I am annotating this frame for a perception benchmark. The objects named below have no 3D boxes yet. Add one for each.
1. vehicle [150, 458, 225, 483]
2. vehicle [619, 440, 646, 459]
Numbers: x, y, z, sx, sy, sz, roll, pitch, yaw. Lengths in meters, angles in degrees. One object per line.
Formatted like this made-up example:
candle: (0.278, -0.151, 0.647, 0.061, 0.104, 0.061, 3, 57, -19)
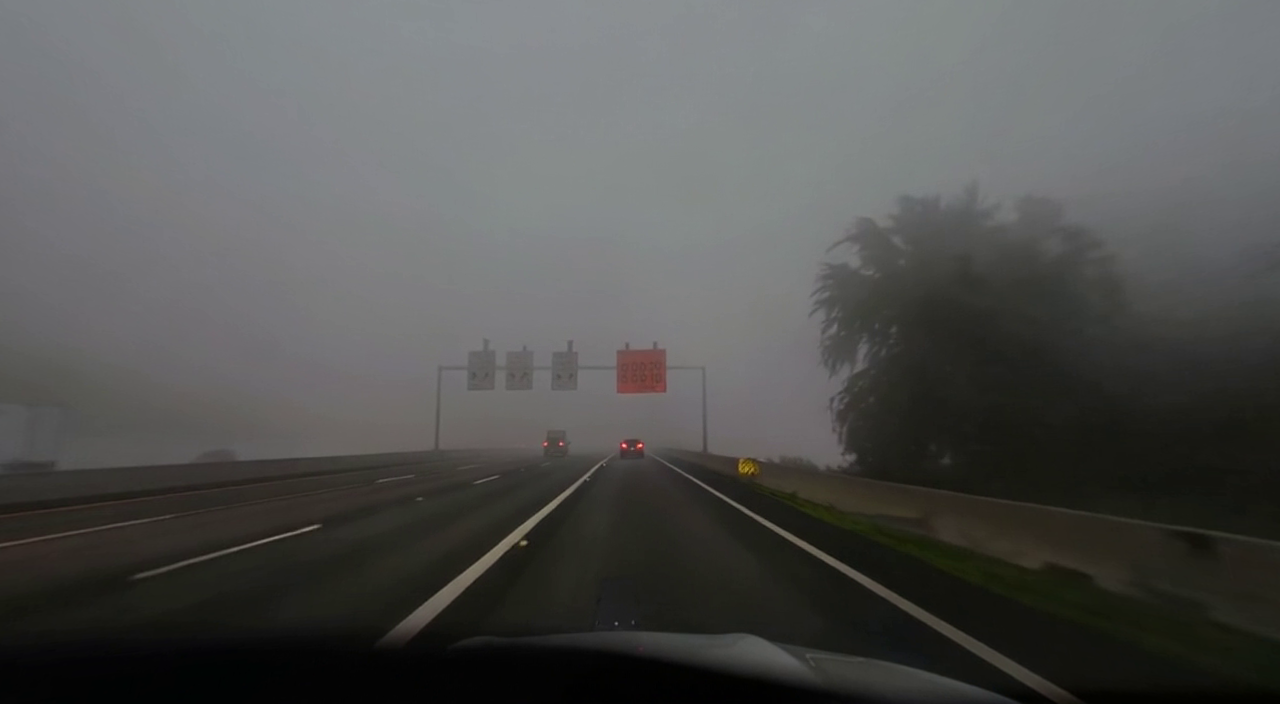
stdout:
vehicle: (-29.482, 7.719, 41.202, 1.863, 1.449, 4.350, 0, -8, -3)
vehicle: (-0.635, 7.633, 49.463, 2.072, 1.440, 3.690, 0, -8, -2)
